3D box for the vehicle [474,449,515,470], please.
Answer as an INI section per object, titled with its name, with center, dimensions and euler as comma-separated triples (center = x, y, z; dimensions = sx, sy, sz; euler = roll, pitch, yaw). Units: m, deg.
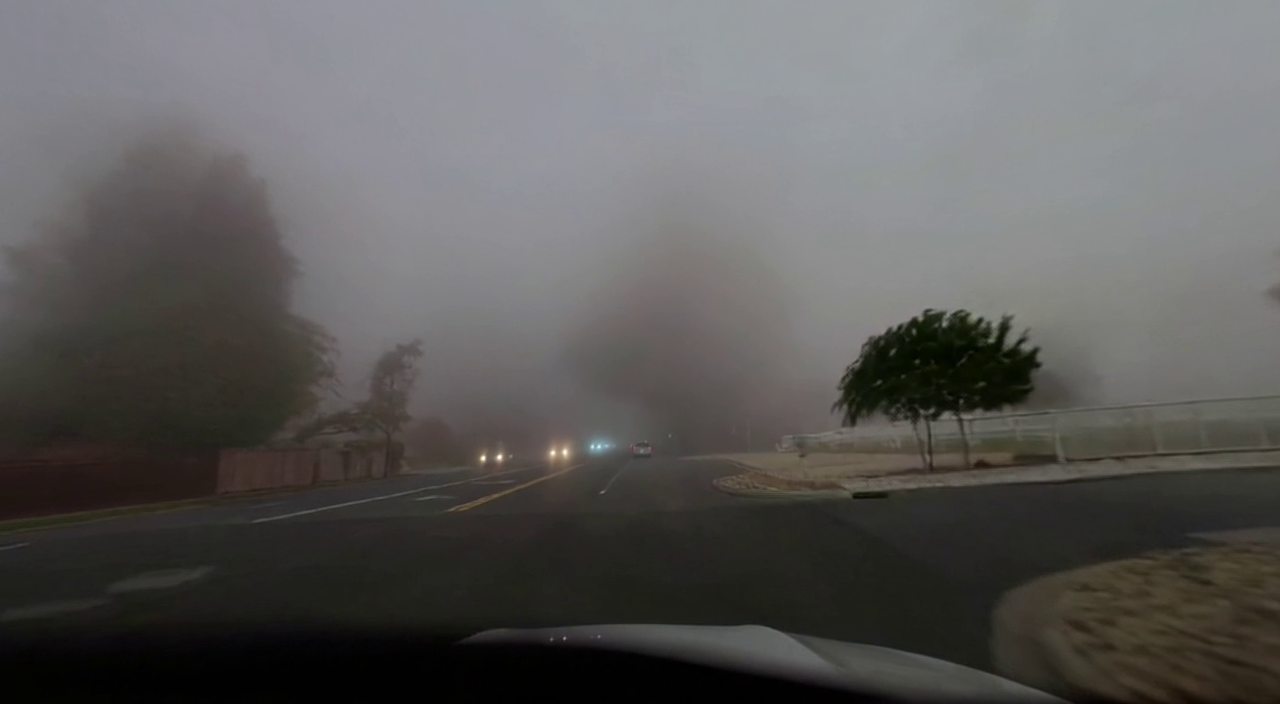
[vehicle]
center = -11.072, 8.167, 48.211
dimensions = 2.026, 1.519, 4.534
euler = 0, -9, 1
